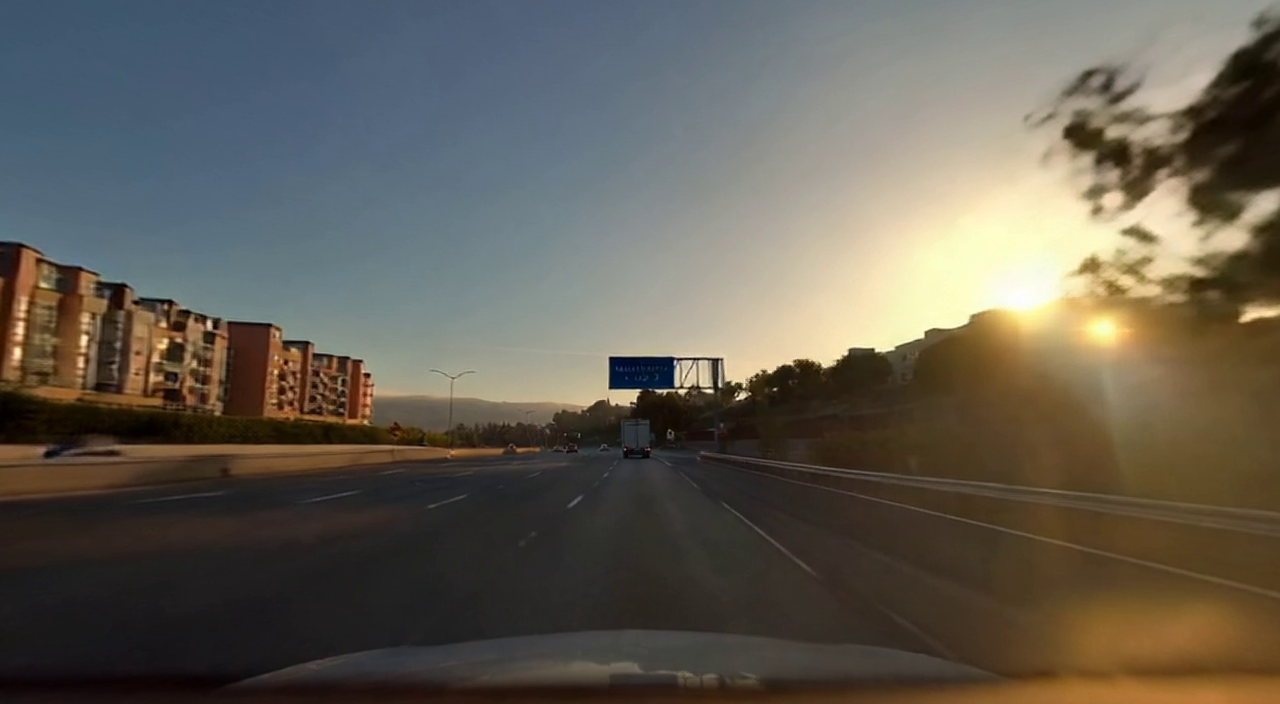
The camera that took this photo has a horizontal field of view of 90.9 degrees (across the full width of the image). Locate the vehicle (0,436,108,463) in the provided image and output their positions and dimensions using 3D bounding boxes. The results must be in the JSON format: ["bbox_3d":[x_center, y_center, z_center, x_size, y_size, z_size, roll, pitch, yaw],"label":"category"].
[{"bbox_3d":[-36.197,6.062,39.096,2.007,1.576,4.999,0,-9,0],"label":"vehicle"}]
